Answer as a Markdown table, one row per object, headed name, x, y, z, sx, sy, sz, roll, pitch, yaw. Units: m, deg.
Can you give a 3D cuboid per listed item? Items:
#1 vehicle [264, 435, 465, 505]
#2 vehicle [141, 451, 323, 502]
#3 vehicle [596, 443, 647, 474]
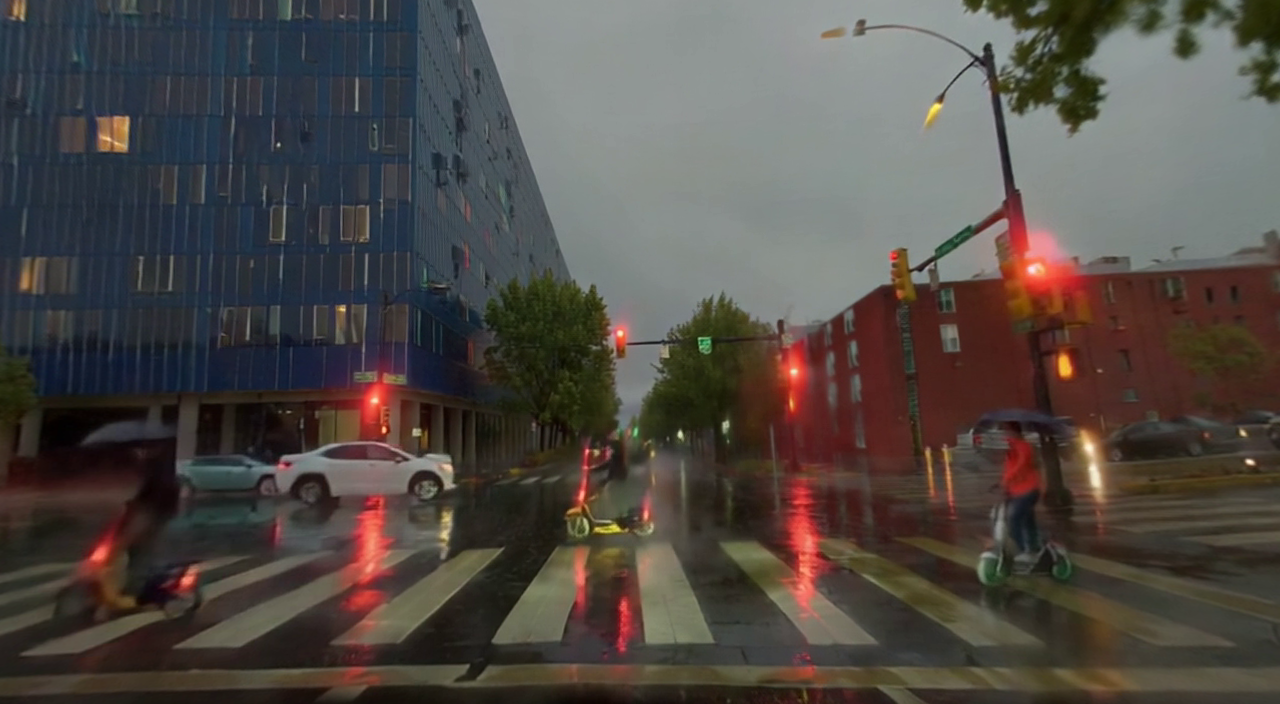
| name | x | y | z | sx | sy | sz | roll | pitch | yaw |
| --- | --- | --- | --- | --- | --- | --- | --- | --- | --- |
| vehicle | -7.494 | 3.207 | 17.656 | 4.802 | 1.724 | 2.122 | 3 | -9 | -21 |
| vehicle | -13.101 | 3.992 | 20.643 | 4.485 | 1.463 | 2.075 | 2 | -9 | -15 |
| vehicle | -0.980 | 6.080 | 36.379 | 2.051 | 1.616 | 4.641 | -2 | -9 | 10 |
